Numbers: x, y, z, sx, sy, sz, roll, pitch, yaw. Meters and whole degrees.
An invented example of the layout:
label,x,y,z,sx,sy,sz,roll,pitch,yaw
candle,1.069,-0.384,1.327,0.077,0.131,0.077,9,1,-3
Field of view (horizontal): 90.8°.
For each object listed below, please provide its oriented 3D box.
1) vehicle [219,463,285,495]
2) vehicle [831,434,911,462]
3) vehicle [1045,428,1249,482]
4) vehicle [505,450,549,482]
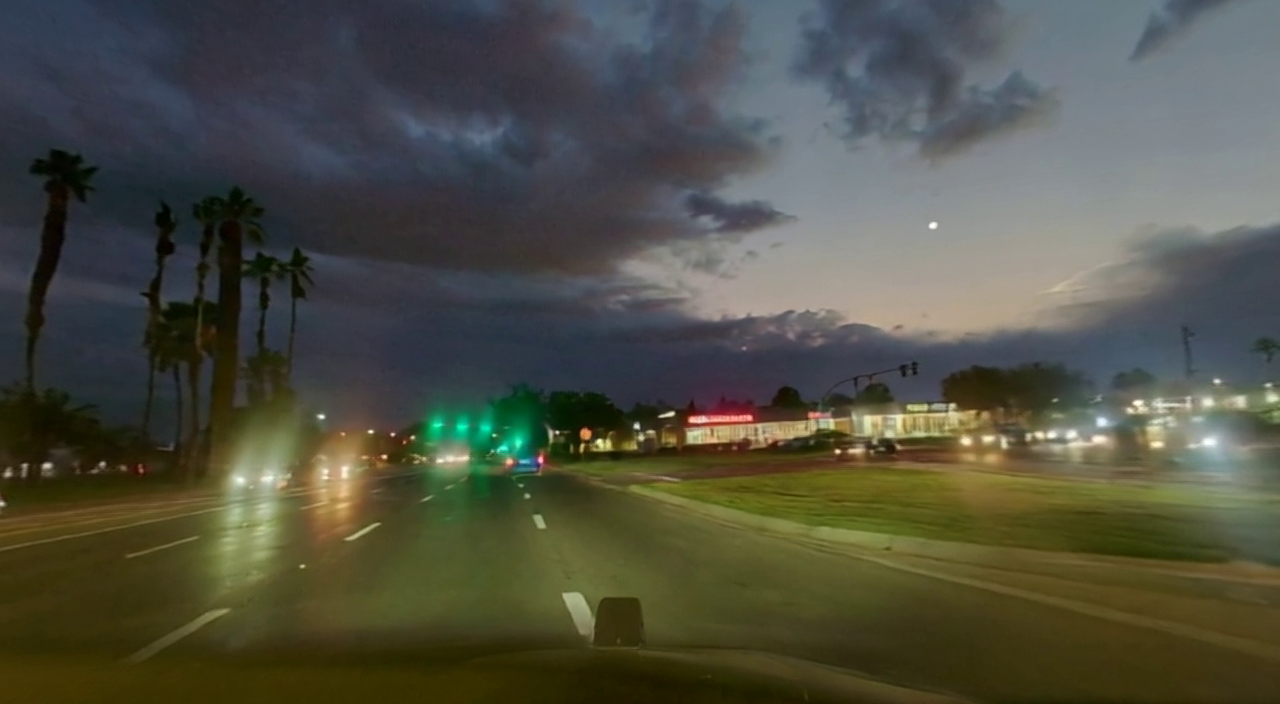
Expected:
label,x,y,z,sx,sy,sz,roll,pitch,yaw
vehicle,-22.148,7.241,36.250,2.027,1.534,4.779,2,-9,-17
vehicle,13.371,5.603,36.902,2.046,1.481,4.936,1,-9,-12
vehicle,14.262,2.891,17.898,4.355,1.398,2.085,1,-9,-11
vehicle,-6.230,6.175,34.469,1.969,1.555,4.431,2,-9,-15
